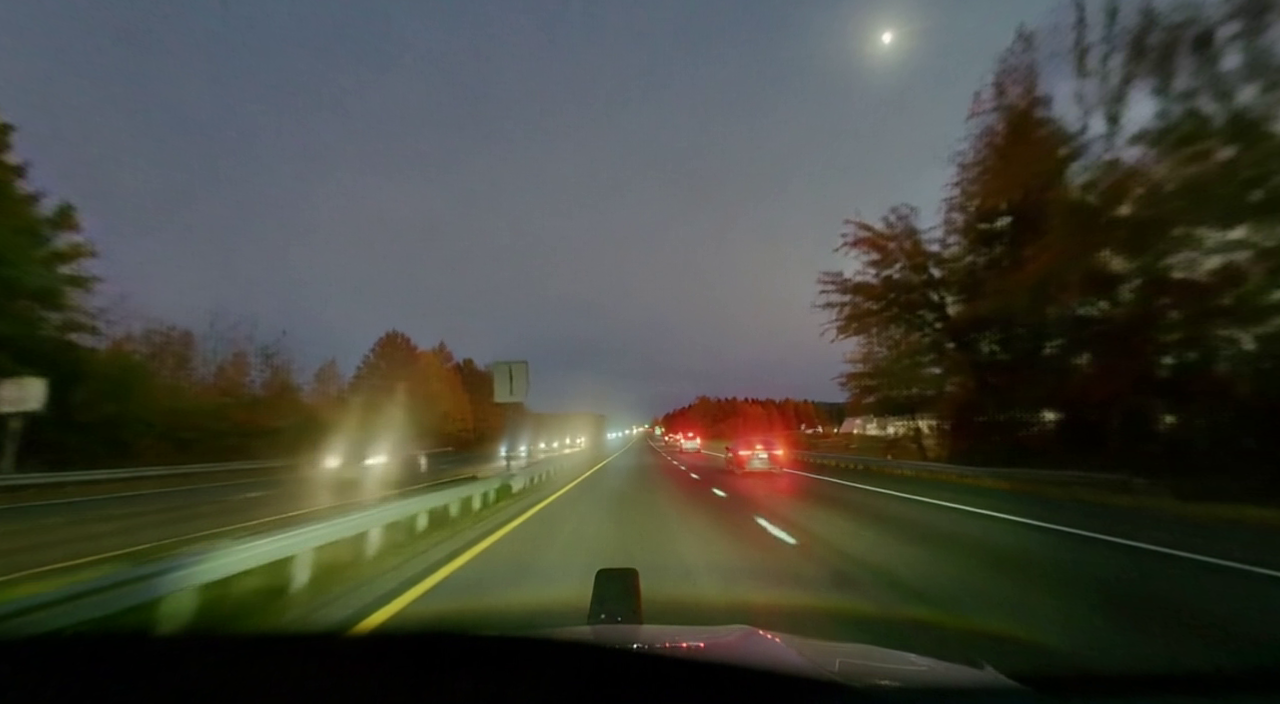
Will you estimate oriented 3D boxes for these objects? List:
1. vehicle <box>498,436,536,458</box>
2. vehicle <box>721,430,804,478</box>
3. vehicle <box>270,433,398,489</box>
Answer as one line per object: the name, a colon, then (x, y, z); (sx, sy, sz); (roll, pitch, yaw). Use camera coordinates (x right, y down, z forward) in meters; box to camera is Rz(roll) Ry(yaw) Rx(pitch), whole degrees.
vehicle: (-8.709, 6.780, 44.910); (1.861, 1.504, 4.286); (0, -8, 0)
vehicle: (4.198, 3.557, 22.278); (2.024, 1.516, 4.197); (0, -8, -1)
vehicle: (-8.986, 3.210, 18.868); (1.872, 1.498, 3.957); (0, -8, 0)
